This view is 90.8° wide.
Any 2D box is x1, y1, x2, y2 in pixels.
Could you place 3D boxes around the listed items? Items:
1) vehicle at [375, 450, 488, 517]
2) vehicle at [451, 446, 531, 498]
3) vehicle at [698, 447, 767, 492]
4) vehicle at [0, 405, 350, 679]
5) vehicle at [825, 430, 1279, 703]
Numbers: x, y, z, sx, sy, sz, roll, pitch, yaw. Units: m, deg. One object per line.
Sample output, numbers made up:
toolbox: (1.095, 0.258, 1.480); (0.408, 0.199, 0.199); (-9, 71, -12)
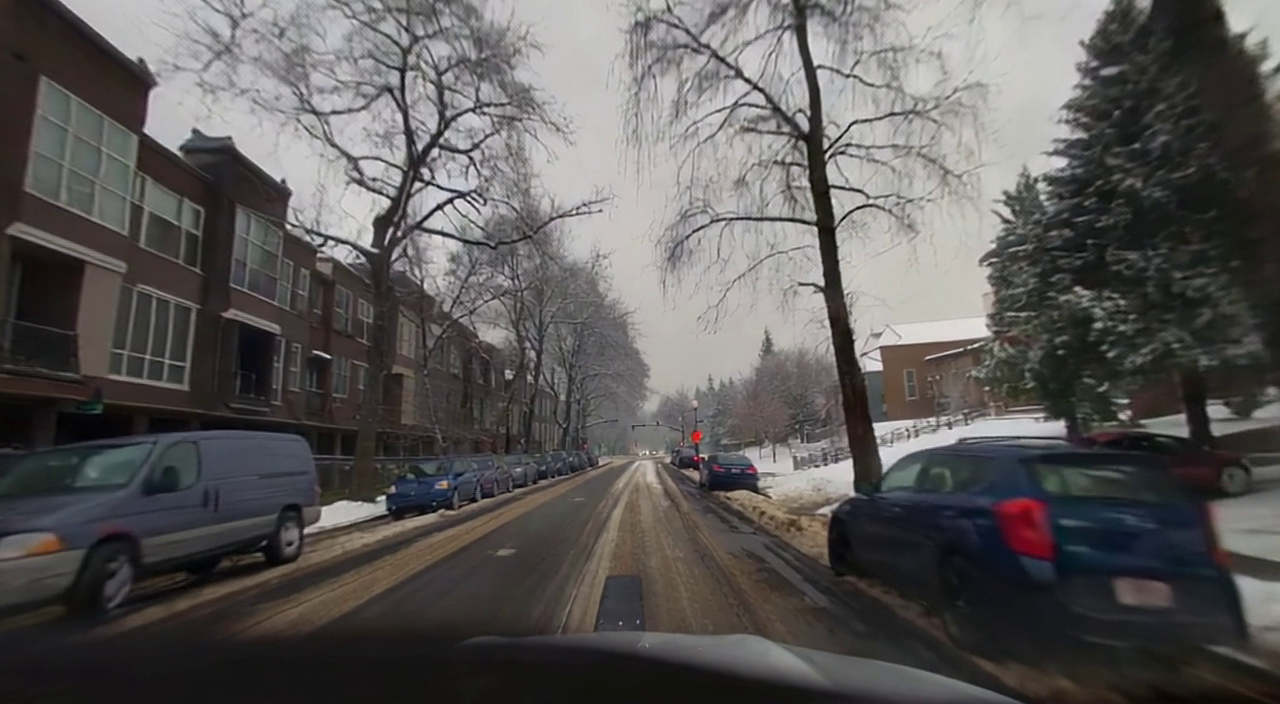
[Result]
vehicle: (-5.273, 3.338, 16.459); (1.722, 1.491, 3.431); (0, -8, 1)
vehicle: (-4.970, 4.026, 21.614); (1.782, 1.585, 3.962); (0, -8, 0)
vehicle: (3.302, 4.266, 23.385); (1.835, 1.490, 4.134); (0, -8, -1)
vehicle: (-5.318, 1.671, 7.157); (1.947, 1.833, 4.606); (-2, -2, 0)
vehicle: (3.111, 1.477, 5.379); (1.903, 1.512, 3.900); (0, -8, 1)
